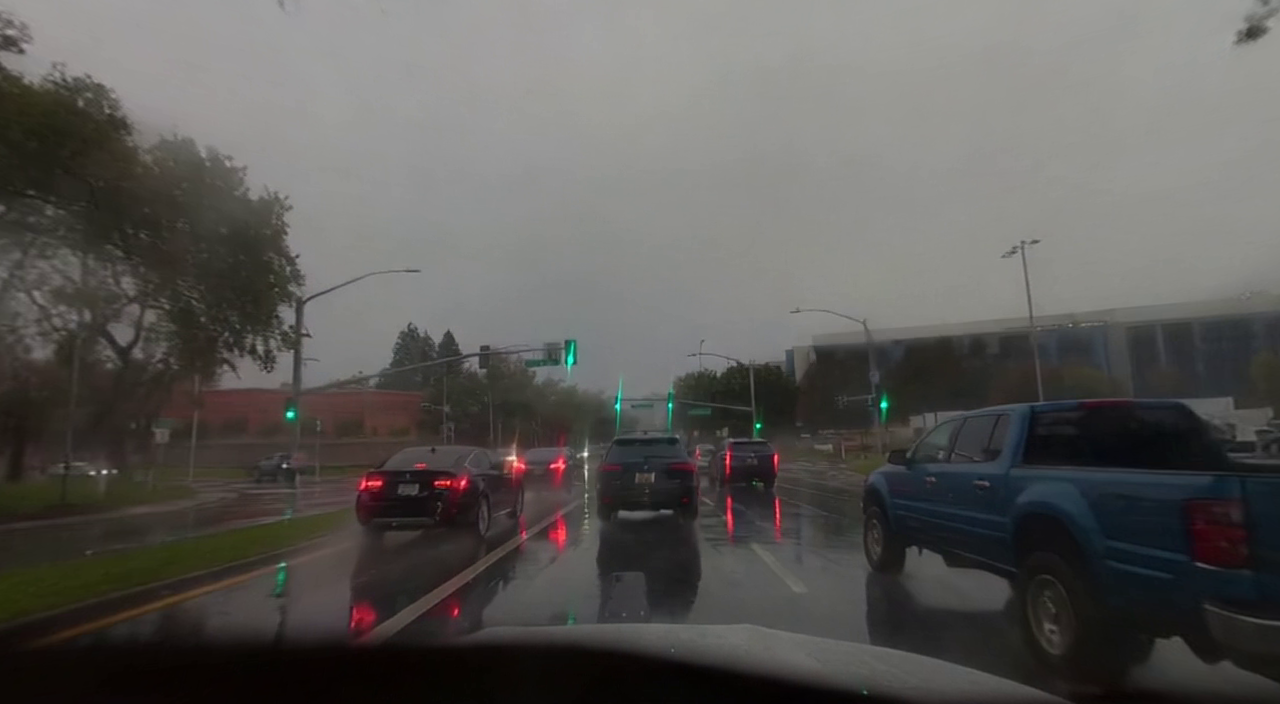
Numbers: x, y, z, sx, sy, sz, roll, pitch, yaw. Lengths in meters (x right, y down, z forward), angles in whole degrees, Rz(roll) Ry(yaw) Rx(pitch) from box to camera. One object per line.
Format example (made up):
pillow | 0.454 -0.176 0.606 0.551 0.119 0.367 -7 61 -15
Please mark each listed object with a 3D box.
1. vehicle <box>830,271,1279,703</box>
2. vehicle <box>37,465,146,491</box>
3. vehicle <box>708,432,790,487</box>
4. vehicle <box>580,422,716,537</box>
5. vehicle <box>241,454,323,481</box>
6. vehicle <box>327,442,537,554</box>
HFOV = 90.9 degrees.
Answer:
vehicle | 3.463 1.005 4.366 2.571 1.857 5.841 0 -8 1
vehicle | -36.293 8.347 41.848 5.100 1.533 2.032 1 -8 -5
vehicle | 4.130 4.190 24.934 2.408 1.908 5.355 0 -8 1
vehicle | 0.159 2.288 11.874 2.113 1.768 3.901 0 -8 1
vehicle | -26.704 8.675 47.164 4.606 1.867 2.226 0 -14 2
vehicle | -3.181 2.310 10.878 1.909 1.476 4.751 0 -8 1
